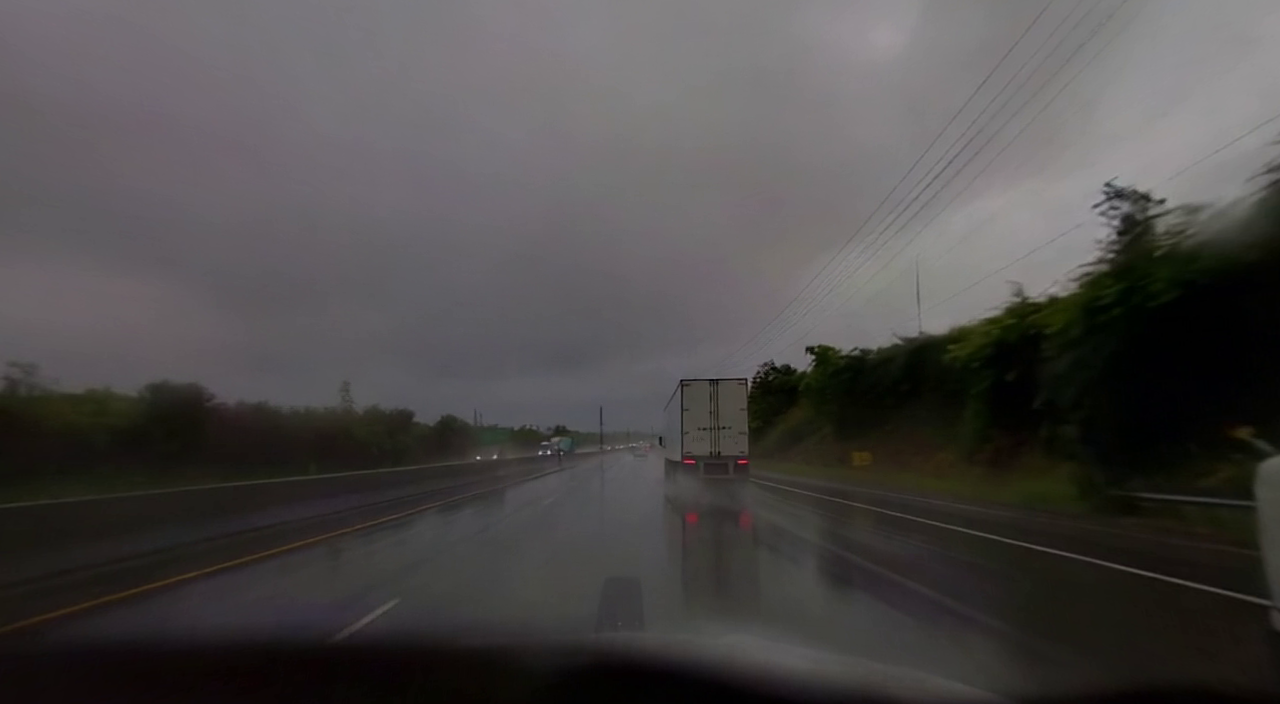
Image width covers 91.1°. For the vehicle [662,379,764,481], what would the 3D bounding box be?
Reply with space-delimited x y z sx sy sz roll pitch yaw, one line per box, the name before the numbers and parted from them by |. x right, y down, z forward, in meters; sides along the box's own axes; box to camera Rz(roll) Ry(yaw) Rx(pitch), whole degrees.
vehicle | 3.182 4.385 33.576 3.202 4.046 17.146 0 -9 -1
